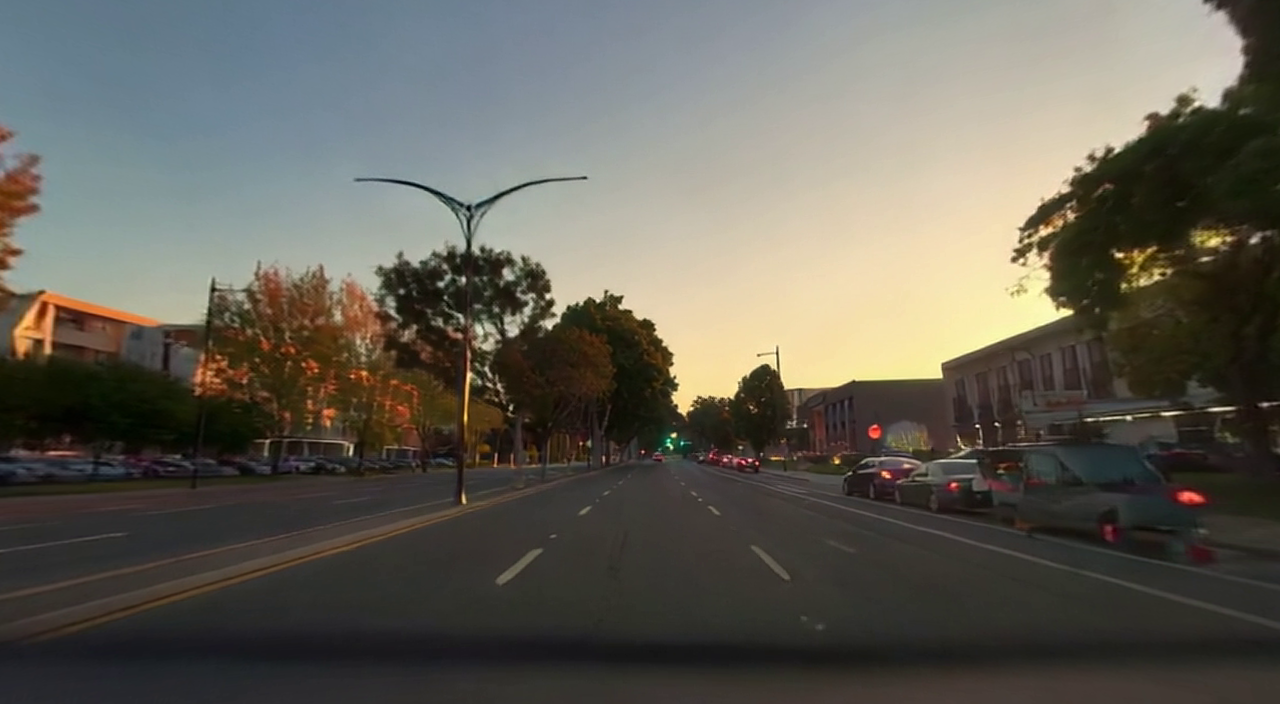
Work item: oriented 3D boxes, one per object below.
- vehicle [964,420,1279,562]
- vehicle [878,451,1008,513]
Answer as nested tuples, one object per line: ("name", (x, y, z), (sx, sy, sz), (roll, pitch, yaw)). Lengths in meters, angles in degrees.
("vehicle", (7.820, 2.185, 10.731), (2.152, 1.869, 4.476), (0, -8, -1))
("vehicle", (8.124, 3.496, 17.414), (1.714, 1.439, 4.020), (-1, -8, 2))
